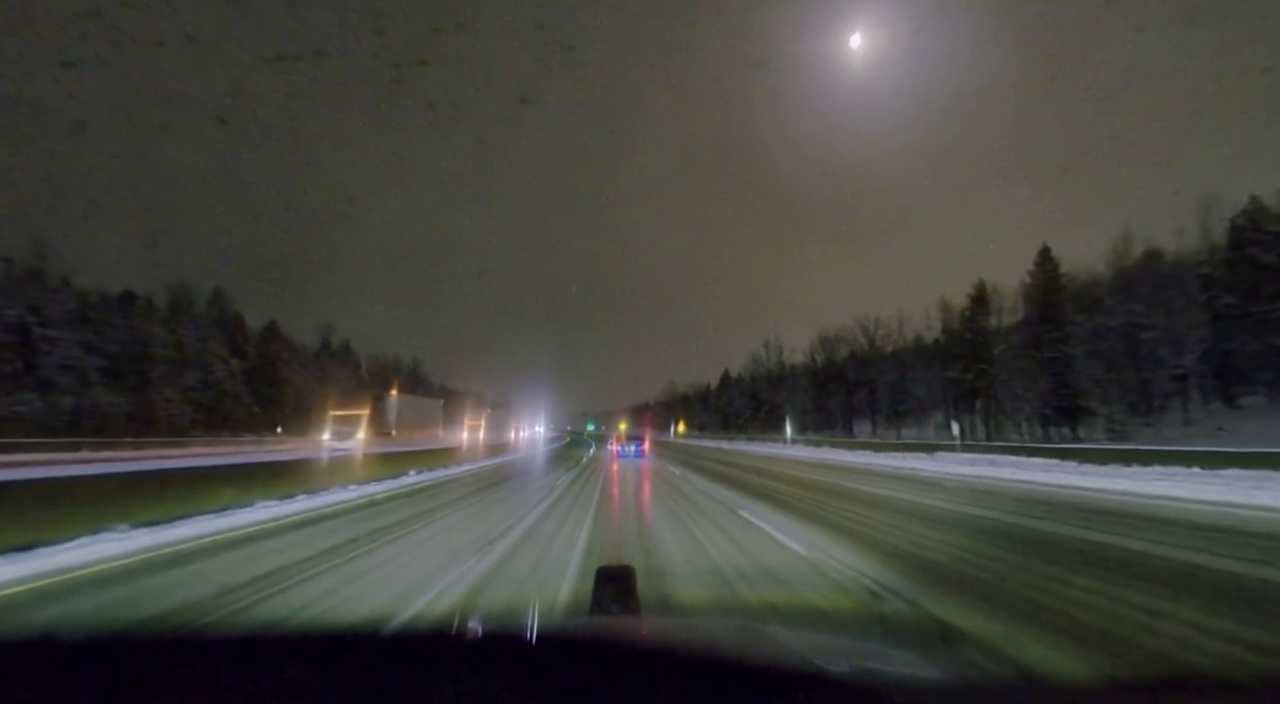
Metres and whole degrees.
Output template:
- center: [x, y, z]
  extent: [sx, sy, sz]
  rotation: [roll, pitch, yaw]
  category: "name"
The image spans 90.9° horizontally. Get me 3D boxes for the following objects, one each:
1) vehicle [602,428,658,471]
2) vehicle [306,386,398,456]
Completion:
- center: [-0.513, 3.972, 25.852]
  extent: [1.997, 1.589, 4.179]
  rotation: [0, -8, -5]
  category: "vehicle"
- center: [-17.233, 4.232, 38.213]
  extent: [3.037, 3.890, 5.820]
  rotation: [0, -8, -3]
  category: "vehicle"
